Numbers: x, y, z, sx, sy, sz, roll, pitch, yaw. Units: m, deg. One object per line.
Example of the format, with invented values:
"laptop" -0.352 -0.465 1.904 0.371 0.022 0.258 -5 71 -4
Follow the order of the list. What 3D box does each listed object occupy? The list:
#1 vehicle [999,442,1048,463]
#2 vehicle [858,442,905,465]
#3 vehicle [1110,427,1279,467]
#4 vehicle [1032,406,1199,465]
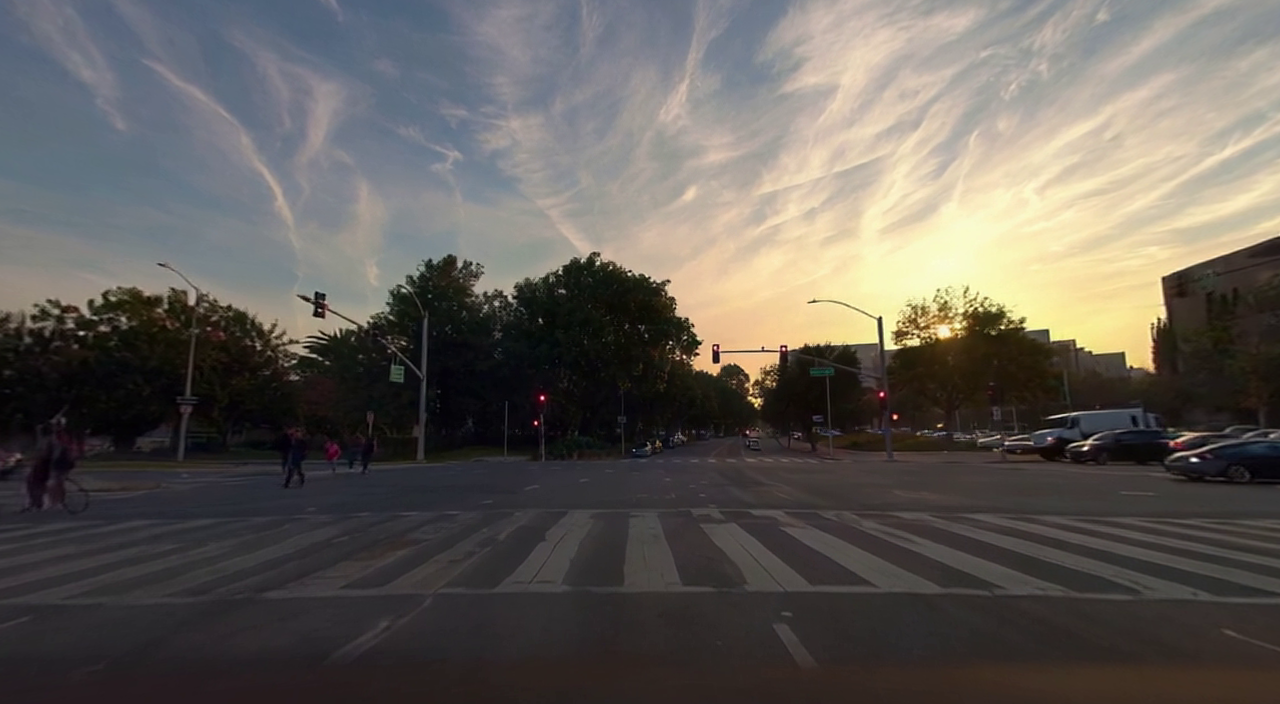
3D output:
"vehicle" 27.764 7.274 45.814 1.589 1.405 3.633 -1 -9 6
"vehicle" 17.598 7.432 46.276 1.789 1.557 4.293 0 -9 1
"vehicle" 21.389 3.670 24.474 4.740 1.464 1.876 -1 -9 3
"vehicle" 23.019 4.107 30.850 5.855 2.746 2.523 -1 -9 4
